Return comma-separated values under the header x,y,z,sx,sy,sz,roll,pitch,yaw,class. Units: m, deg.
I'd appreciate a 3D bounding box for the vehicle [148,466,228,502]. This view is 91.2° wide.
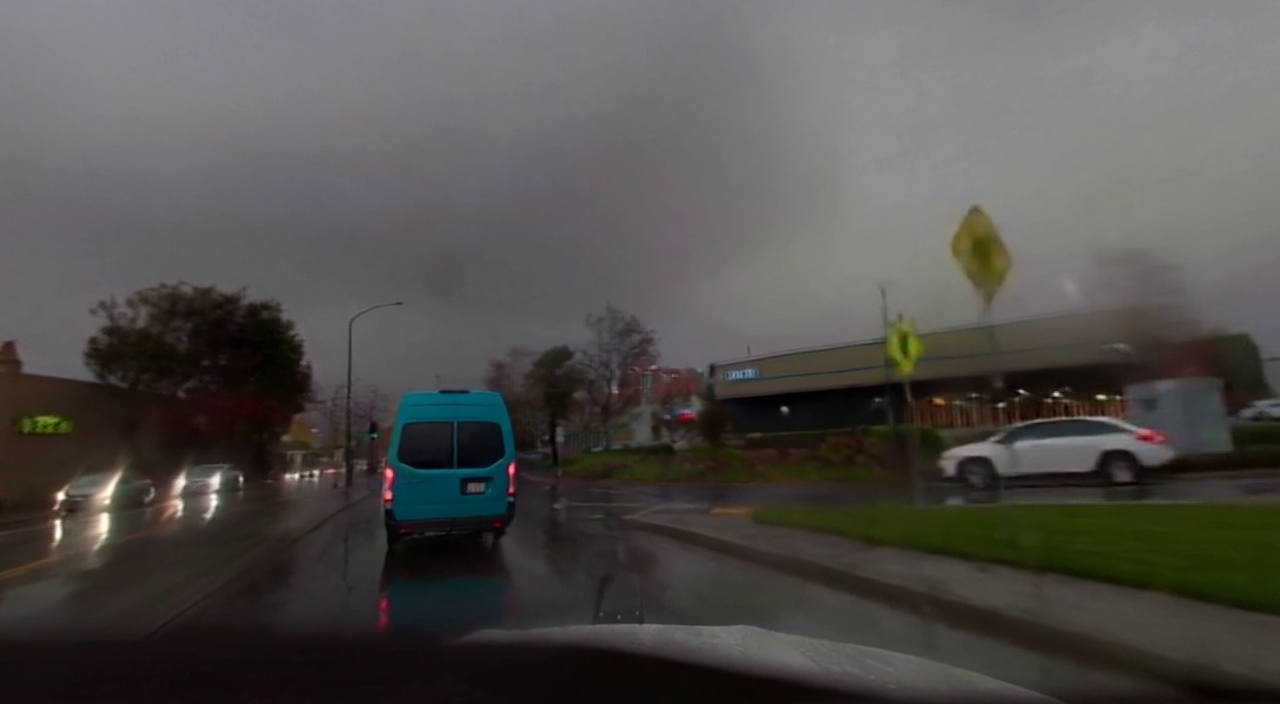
x,y,z,sx,sy,sz,roll,pitch,yaw,class
-25.408,7.404,35.442,1.938,1.688,4.523,1,-9,-12,vehicle

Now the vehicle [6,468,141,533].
x,y,z,sx,sy,sz,roll,pitch,yaw,class
-19.073,4.942,21.352,2.114,1.668,3.747,-3,-8,-19,vehicle

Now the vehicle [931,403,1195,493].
x,y,z,sx,sy,sz,roll,pitch,yaw,class
8.357,1.997,12.937,4.109,1.592,2.008,-5,-10,25,vehicle

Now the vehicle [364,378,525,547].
x,y,z,sx,sy,sz,roll,pitch,yaw,class
-4.055,2.189,12.909,2.432,2.624,5.670,2,-9,-19,vehicle
